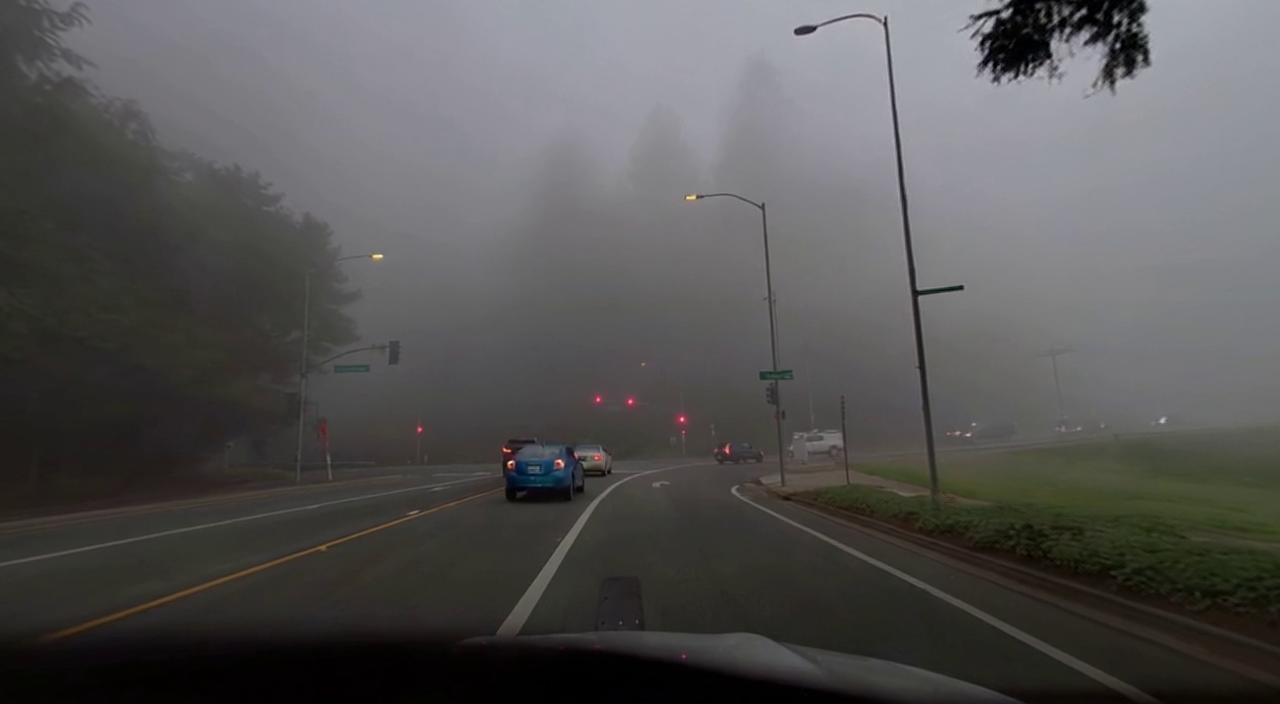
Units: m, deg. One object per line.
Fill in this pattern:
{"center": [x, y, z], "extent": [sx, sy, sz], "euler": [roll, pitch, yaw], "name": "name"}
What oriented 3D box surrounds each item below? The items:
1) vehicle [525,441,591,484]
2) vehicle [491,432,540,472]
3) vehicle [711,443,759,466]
{"center": [-3.066, 4.223, 24.463], "extent": [1.979, 1.492, 3.930], "euler": [0, -9, 1], "name": "vehicle"}
{"center": [-6.849, 5.525, 34.973], "extent": [2.390, 2.020, 5.085], "euler": [1, -9, -10], "name": "vehicle"}
{"center": [6.173, 6.580, 40.647], "extent": [1.945, 1.410, 4.284], "euler": [-4, -9, 24], "name": "vehicle"}
